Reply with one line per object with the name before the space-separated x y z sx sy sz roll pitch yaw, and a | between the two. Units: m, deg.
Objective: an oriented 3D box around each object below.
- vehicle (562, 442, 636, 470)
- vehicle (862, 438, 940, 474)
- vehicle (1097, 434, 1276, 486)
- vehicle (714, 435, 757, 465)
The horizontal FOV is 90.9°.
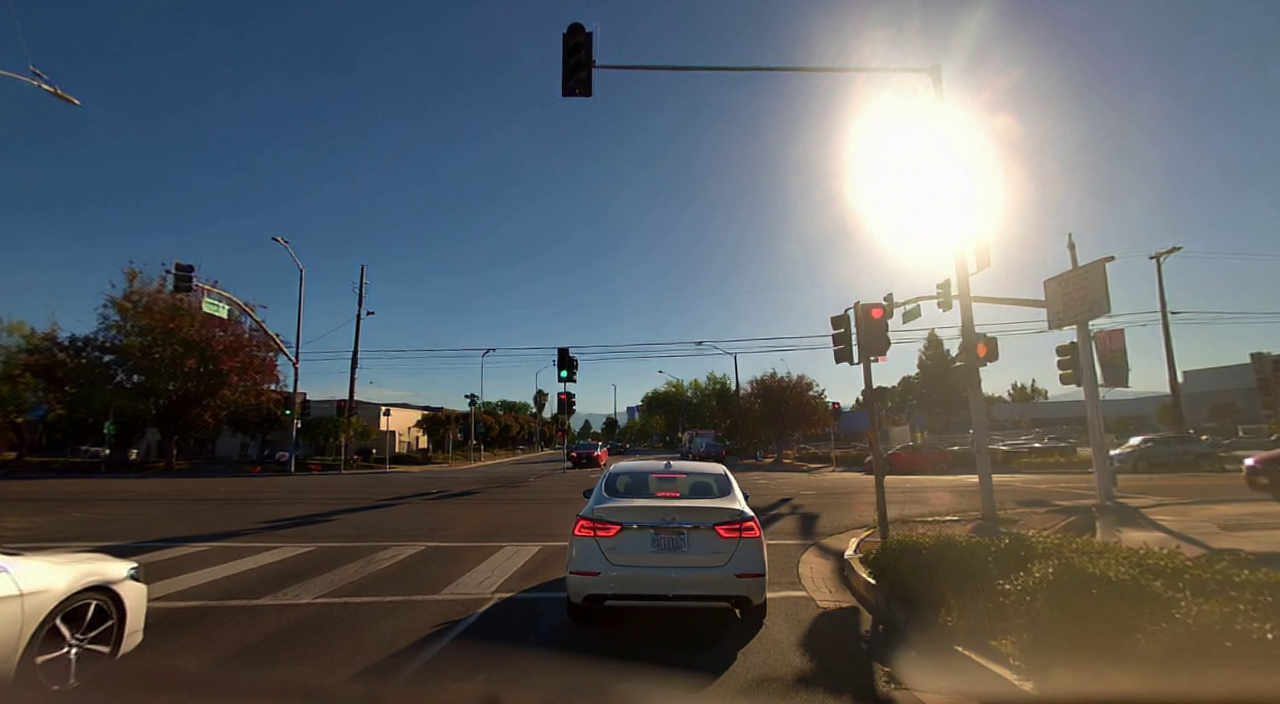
vehicle | -2.447 6.156 37.559 3.991 1.526 1.868 -4 -9 30
vehicle | 12.396 5.041 30.270 1.922 1.529 3.964 0 -12 -1
vehicle | 16.791 3.320 19.516 3.876 1.512 1.784 0 -8 -1
vehicle | 6.943 7.147 46.140 1.491 2.041 2.964 6 -9 -35
